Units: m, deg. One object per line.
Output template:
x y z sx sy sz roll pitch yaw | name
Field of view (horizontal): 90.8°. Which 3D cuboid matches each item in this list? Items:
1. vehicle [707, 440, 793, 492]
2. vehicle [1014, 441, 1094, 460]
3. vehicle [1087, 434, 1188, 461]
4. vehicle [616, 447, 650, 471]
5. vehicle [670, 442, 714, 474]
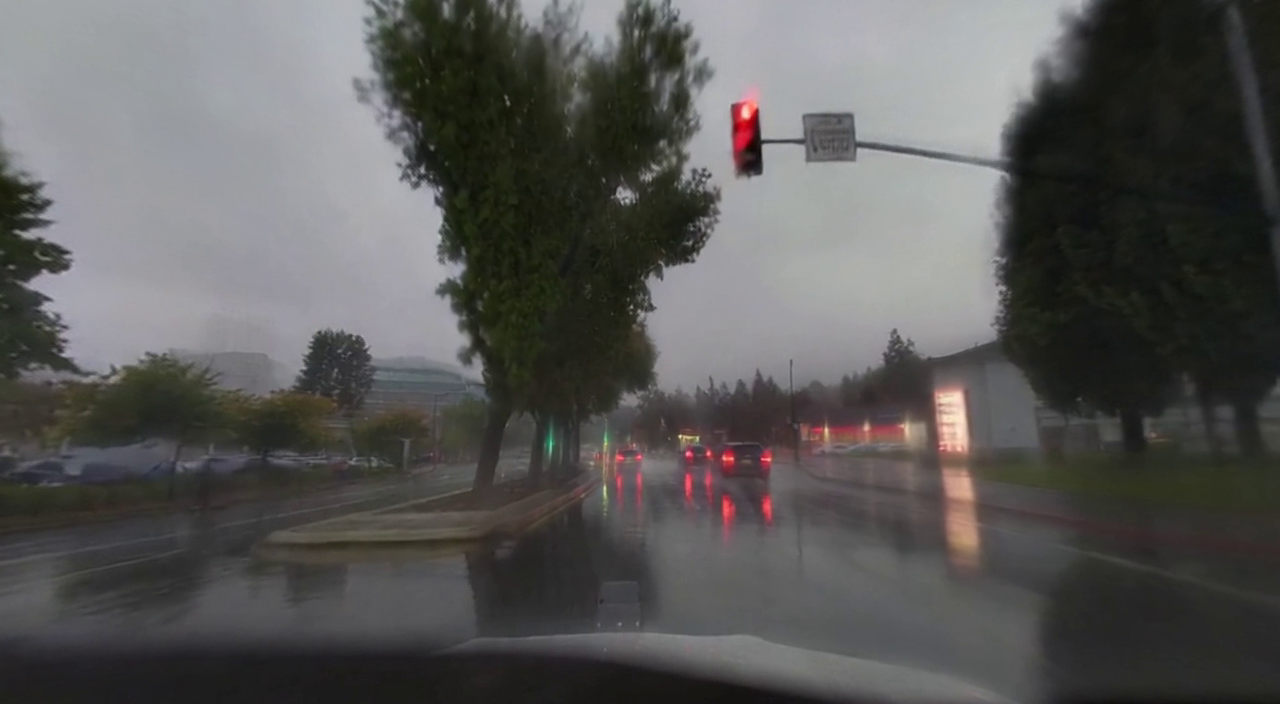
3.661 3.882 21.808 1.966 1.596 3.980 0 -9 -5 | vehicle
32.629 7.776 49.898 4.860 1.461 2.041 -1 -9 0 | vehicle
32.979 6.361 41.974 4.894 1.710 2.075 0 -8 -1 | vehicle
-0.533 7.083 42.101 2.068 1.512 3.987 0 -8 -3 | vehicle
3.099 6.433 38.587 2.046 1.768 4.370 0 -8 -3 | vehicle
